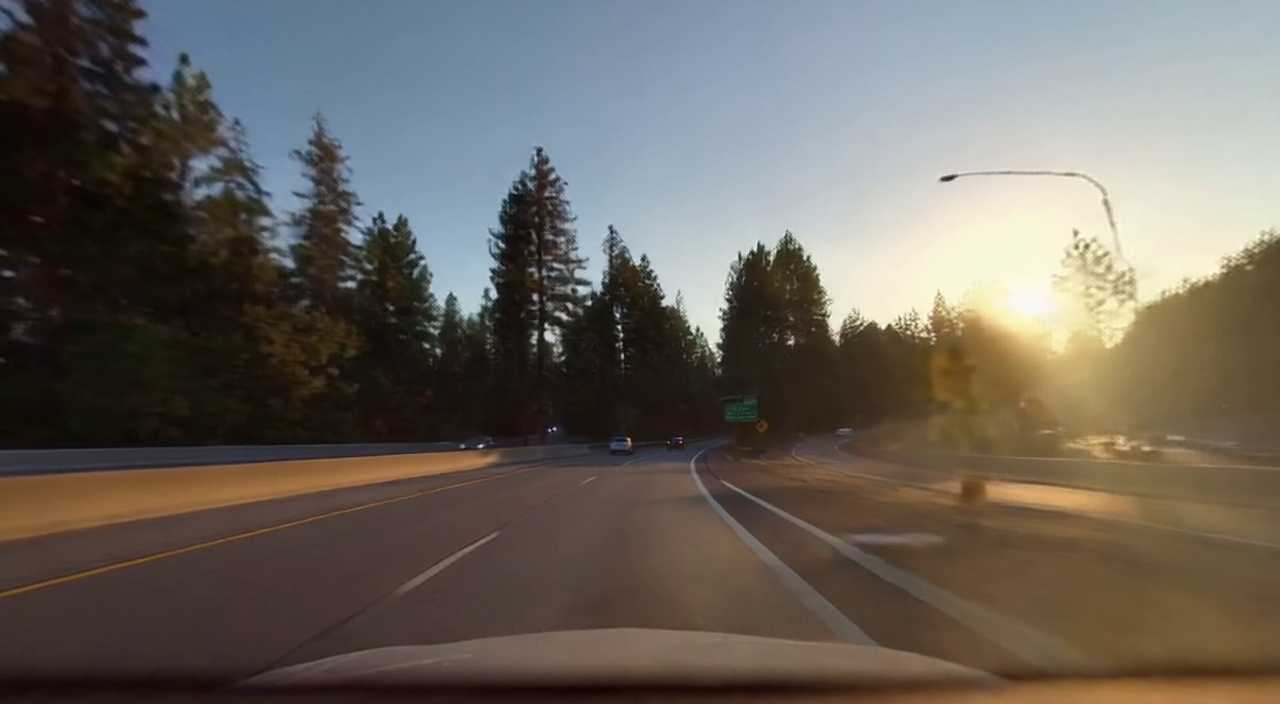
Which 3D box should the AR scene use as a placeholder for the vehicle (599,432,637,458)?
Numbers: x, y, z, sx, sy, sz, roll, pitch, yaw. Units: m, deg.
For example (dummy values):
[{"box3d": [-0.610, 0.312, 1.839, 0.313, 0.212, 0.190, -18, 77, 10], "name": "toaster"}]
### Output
[{"box3d": [-1.533, 6.622, 44.891, 2.129, 1.742, 4.217, -1, -8, 6], "name": "vehicle"}]
